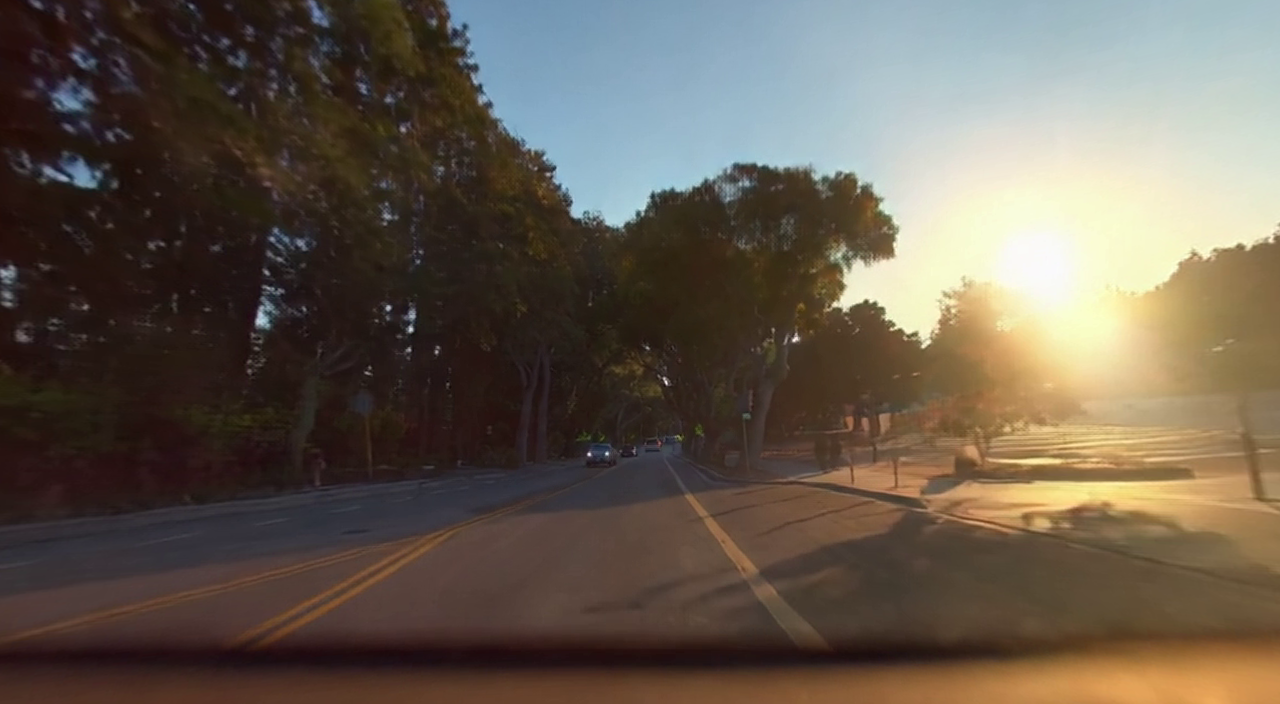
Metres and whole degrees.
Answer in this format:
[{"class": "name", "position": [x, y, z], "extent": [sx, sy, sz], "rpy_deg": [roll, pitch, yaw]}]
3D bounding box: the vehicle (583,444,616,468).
[{"class": "vehicle", "position": [-2.909, 7.562, 46.239], "extent": [1.898, 1.606, 3.927], "rpy_deg": [-1, -8, 3]}]
